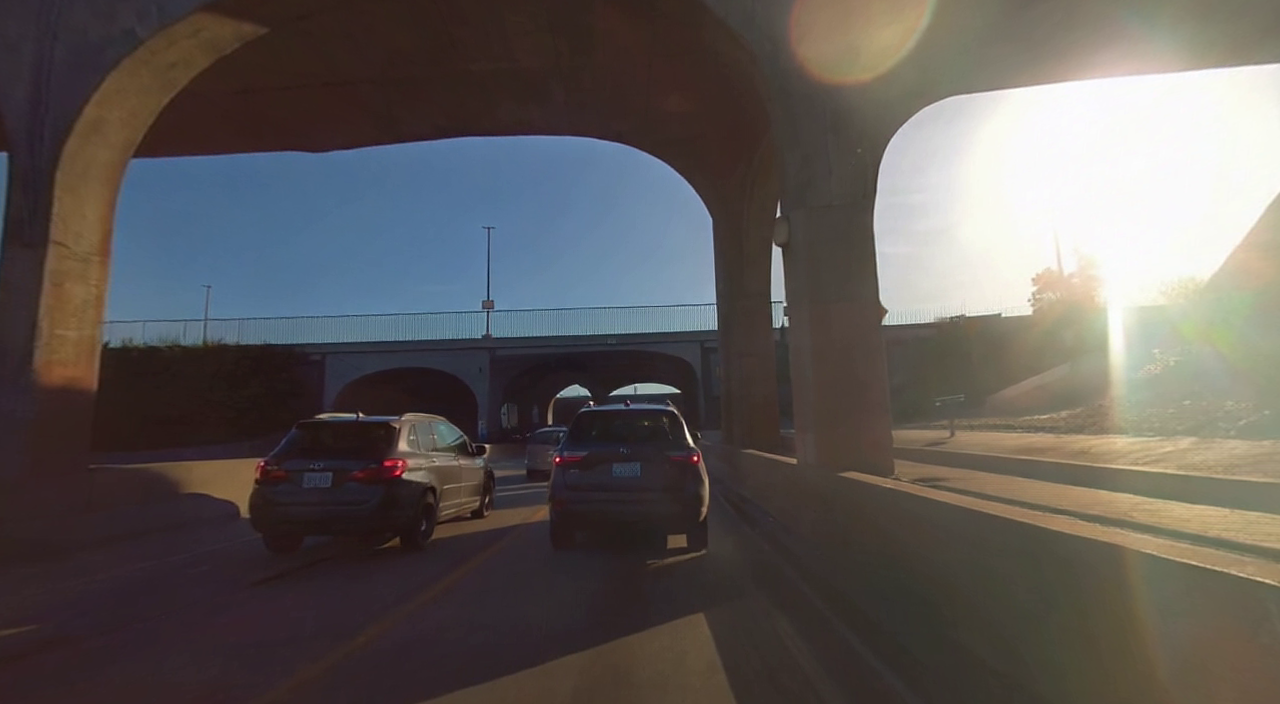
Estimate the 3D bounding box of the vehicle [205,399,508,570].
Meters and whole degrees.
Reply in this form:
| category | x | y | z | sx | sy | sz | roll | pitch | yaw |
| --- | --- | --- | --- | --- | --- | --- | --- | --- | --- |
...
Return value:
| category | x | y | z | sx | sy | sz | roll | pitch | yaw |
| --- | --- | --- | --- | --- | --- | --- | --- | --- | --- |
| vehicle | -3.430 | 1.714 | 8.883 | 2.017 | 1.761 | 4.572 | -1 | -8 | 2 |

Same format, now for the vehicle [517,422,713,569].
| category | x | y | z | sx | sy | sz | roll | pitch | yaw |
| --- | --- | --- | --- | --- | --- | --- | --- | --- | --- |
| vehicle | -0.169 | 1.780 | 8.575 | 2.020 | 1.478 | 4.092 | -1 | -8 | 3 |
